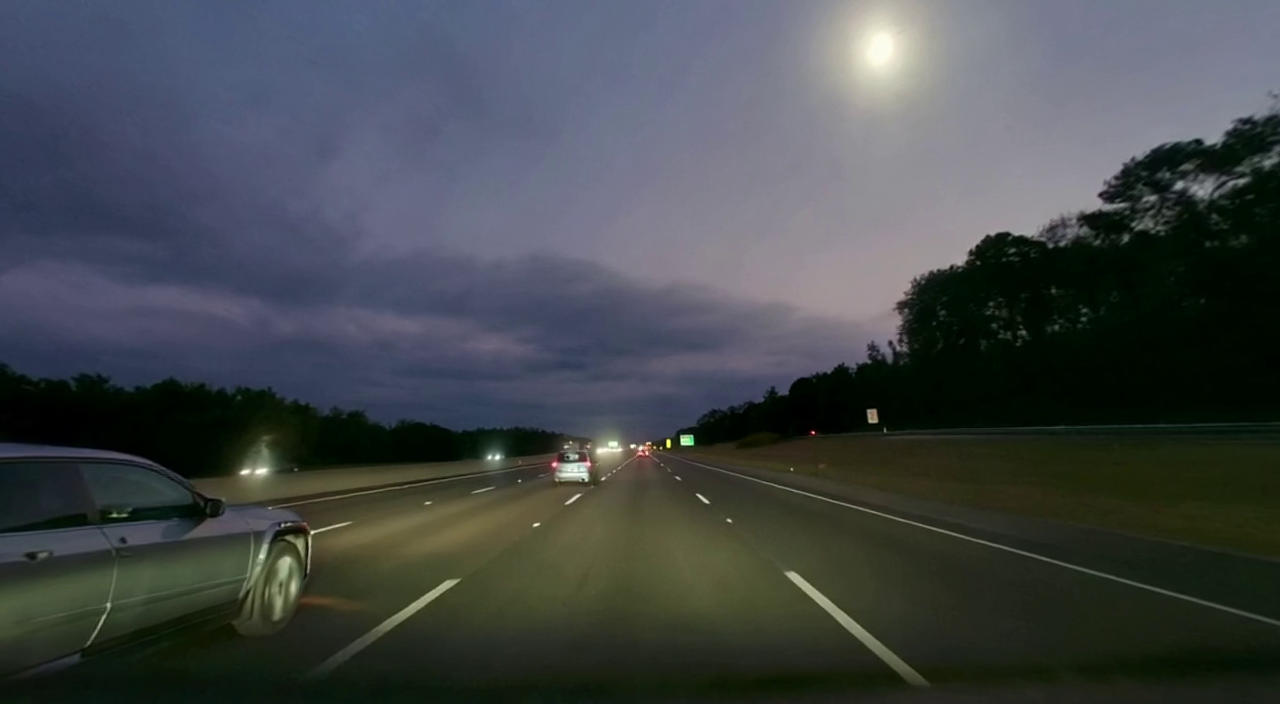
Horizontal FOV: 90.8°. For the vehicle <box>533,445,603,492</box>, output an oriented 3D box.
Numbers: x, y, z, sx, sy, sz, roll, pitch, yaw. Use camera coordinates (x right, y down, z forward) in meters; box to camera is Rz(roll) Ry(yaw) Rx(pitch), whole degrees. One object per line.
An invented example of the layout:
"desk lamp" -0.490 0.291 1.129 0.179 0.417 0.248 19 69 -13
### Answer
"vehicle" -2.474 4.132 22.698 1.908 1.515 3.871 0 -9 2
